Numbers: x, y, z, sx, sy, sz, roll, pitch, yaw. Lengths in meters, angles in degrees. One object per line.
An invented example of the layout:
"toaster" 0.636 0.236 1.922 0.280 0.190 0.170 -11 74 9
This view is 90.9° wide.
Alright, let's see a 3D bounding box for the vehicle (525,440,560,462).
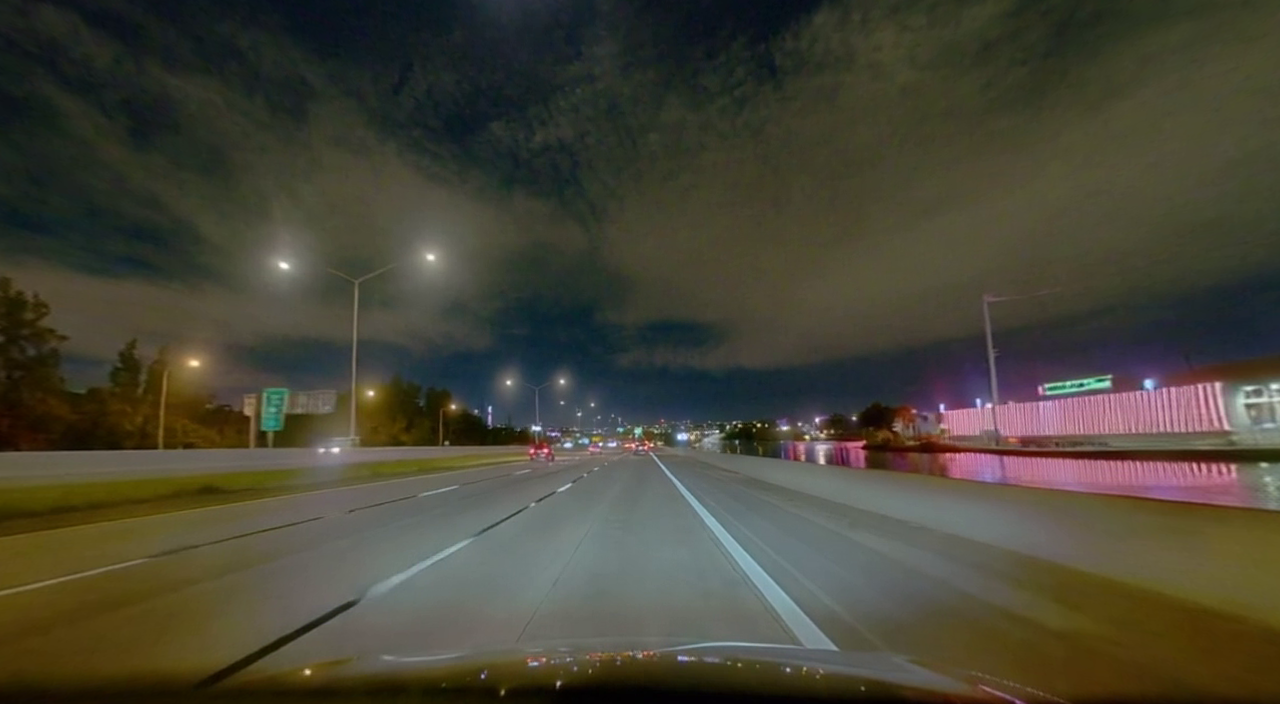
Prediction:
"vehicle" -7.367 7.528 47.975 1.946 1.590 4.042 0 -8 1
